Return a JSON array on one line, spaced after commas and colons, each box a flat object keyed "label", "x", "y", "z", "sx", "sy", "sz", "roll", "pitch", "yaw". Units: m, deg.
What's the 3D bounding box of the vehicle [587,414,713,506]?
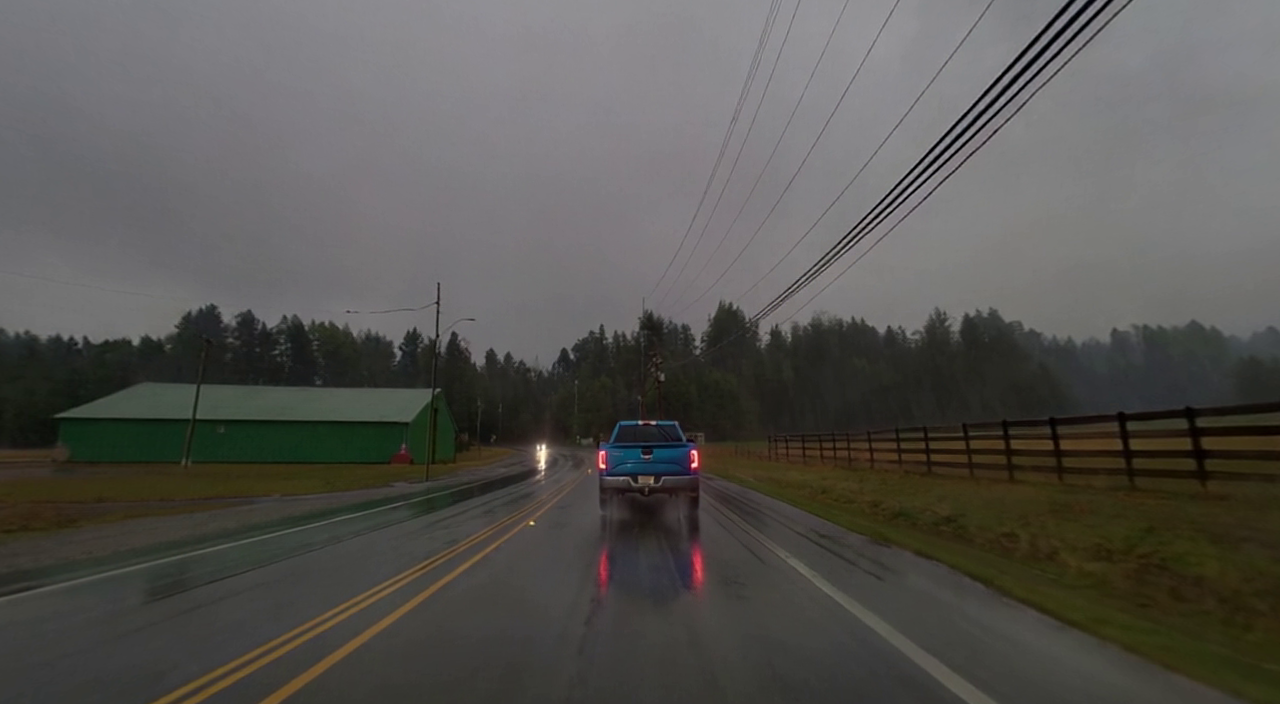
[{"label": "vehicle", "x": 0.103, "y": 2.789, "z": 16.793, "sx": 2.693, "sy": 1.941, "sz": 6.356, "roll": 0, "pitch": -8, "yaw": -2}]
